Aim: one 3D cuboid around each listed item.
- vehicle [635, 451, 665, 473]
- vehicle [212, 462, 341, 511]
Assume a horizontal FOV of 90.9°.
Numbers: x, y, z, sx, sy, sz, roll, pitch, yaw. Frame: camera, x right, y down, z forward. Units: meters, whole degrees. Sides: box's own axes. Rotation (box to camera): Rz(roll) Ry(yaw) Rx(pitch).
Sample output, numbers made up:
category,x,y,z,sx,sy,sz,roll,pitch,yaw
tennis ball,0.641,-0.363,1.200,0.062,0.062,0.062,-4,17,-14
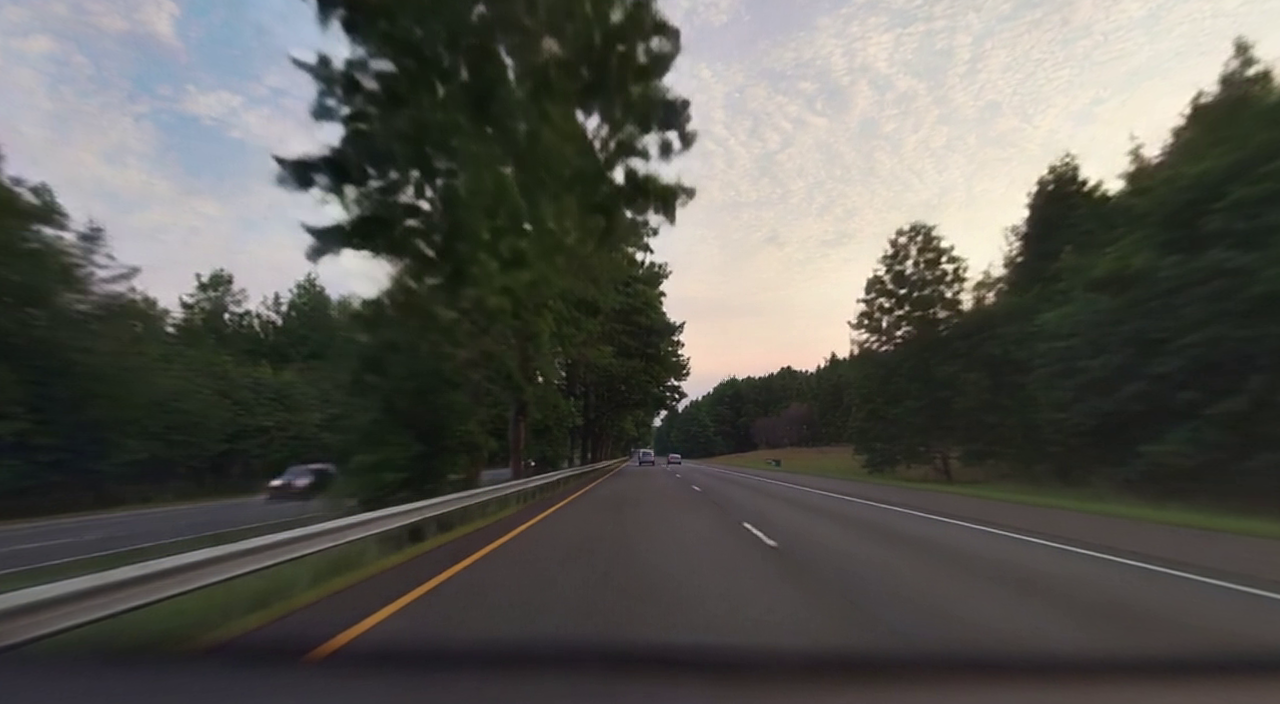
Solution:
category,x,y,z,sx,sy,sz,roll,pitch,yaw
vehicle,0.696,8.067,46.450,2.162,1.492,3.975,0,-9,0
vehicle,-12.692,4.681,22.426,1.850,1.467,4.538,0,-9,1
